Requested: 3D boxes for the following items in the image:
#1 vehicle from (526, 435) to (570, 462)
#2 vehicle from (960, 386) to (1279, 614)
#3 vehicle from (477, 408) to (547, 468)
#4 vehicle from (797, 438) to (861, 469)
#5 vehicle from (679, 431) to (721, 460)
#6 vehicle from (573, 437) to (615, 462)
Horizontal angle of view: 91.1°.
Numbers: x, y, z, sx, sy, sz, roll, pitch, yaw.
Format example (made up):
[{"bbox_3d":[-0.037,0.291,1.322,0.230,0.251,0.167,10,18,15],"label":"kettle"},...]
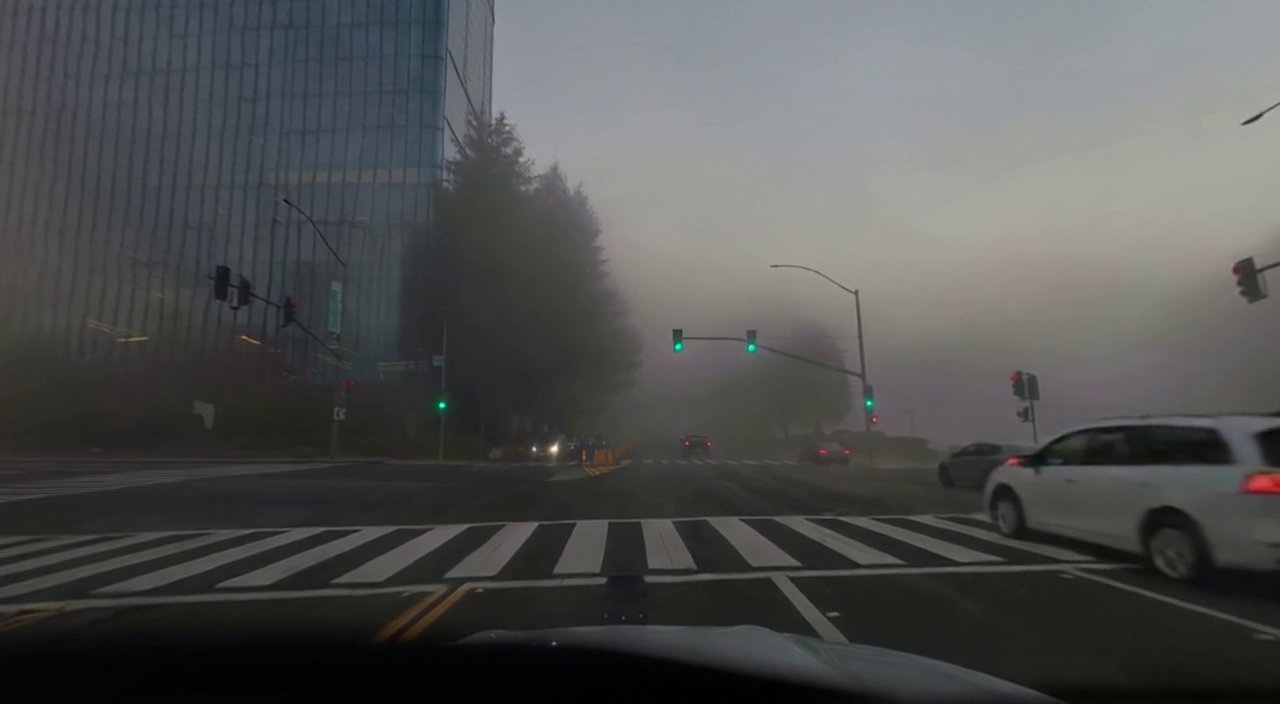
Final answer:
[{"bbox_3d":[-6.052,6.422,41.953,2.182,1.677,4.384,0,-9,1],"label":"vehicle"},{"bbox_3d":[5.941,1.473,7.110,2.098,1.723,4.881,0,-9,1],"label":"vehicle"},{"bbox_3d":[-9.211,6.159,46.168,3.191,3.314,7.914,-6,-2,0],"label":"vehicle"},{"bbox_3d":[9.562,5.148,32.115,1.860,1.460,4.379,0,-9,0],"label":"vehicle"},{"bbox_3d":[3.828,6.081,40.837,2.203,1.801,4.331,0,-9,-1],"label":"vehicle"},{"bbox_3d":[-2.753,6.006,38.737,2.147,1.481,4.331,0,-9,2],"label":"vehicle"}]
